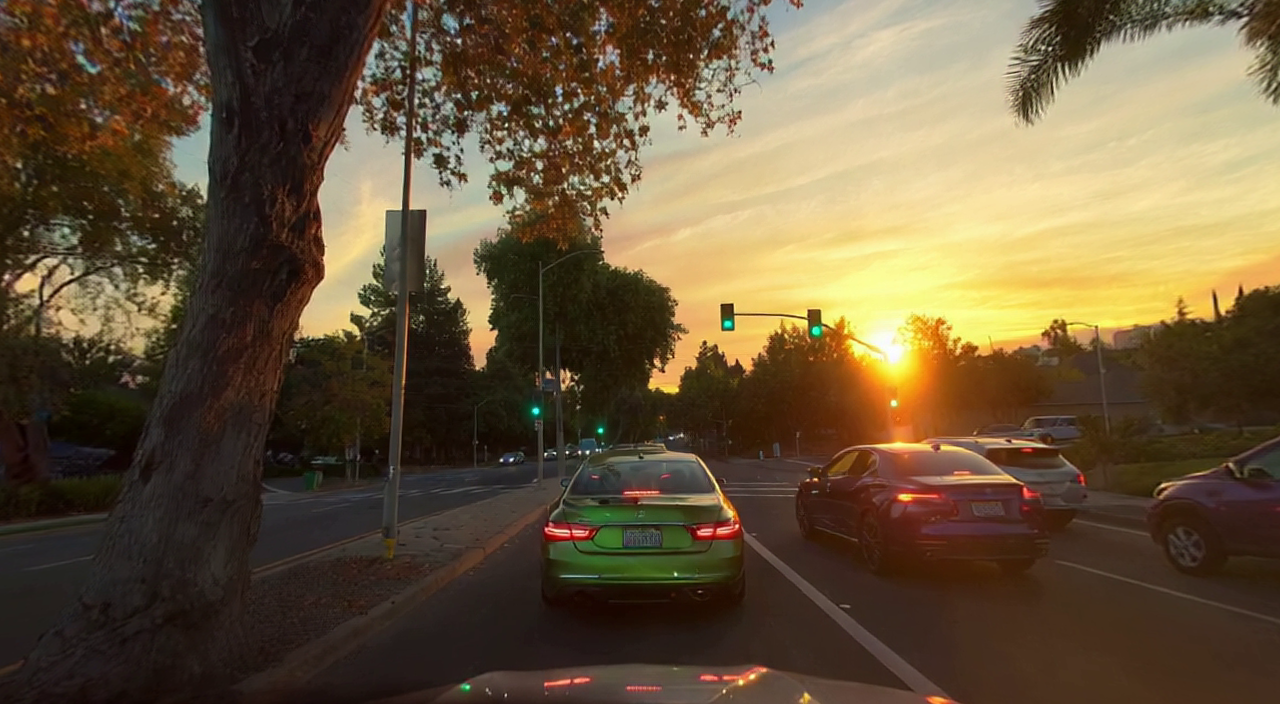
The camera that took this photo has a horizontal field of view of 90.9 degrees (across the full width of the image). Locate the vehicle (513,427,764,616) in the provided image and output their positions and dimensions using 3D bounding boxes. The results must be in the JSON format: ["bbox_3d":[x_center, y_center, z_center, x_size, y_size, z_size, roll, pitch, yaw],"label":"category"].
[{"bbox_3d":[0.011,1.681,7.104,2.015,1.502,3.898,0,-9,1],"label":"vehicle"}]

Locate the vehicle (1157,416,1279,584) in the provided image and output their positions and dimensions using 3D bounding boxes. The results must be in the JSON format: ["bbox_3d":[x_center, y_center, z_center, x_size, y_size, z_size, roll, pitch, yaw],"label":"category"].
[{"bbox_3d":[6.939,1.342,5.580,1.783,1.572,3.421,0,-9,1],"label":"vehicle"}]

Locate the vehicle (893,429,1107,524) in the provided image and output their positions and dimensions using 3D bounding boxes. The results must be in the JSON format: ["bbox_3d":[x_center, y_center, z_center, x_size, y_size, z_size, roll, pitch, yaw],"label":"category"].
[{"bbox_3d":[7.018,2.464,12.906,1.923,1.611,4.094,0,-9,0],"label":"vehicle"}]

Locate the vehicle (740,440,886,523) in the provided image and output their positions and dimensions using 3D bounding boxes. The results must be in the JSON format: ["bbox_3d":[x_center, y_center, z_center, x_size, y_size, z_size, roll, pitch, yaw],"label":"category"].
[{"bbox_3d":[3.525,2.721,13.817,1.934,1.494,4.446,0,-9,0],"label":"vehicle"}]
